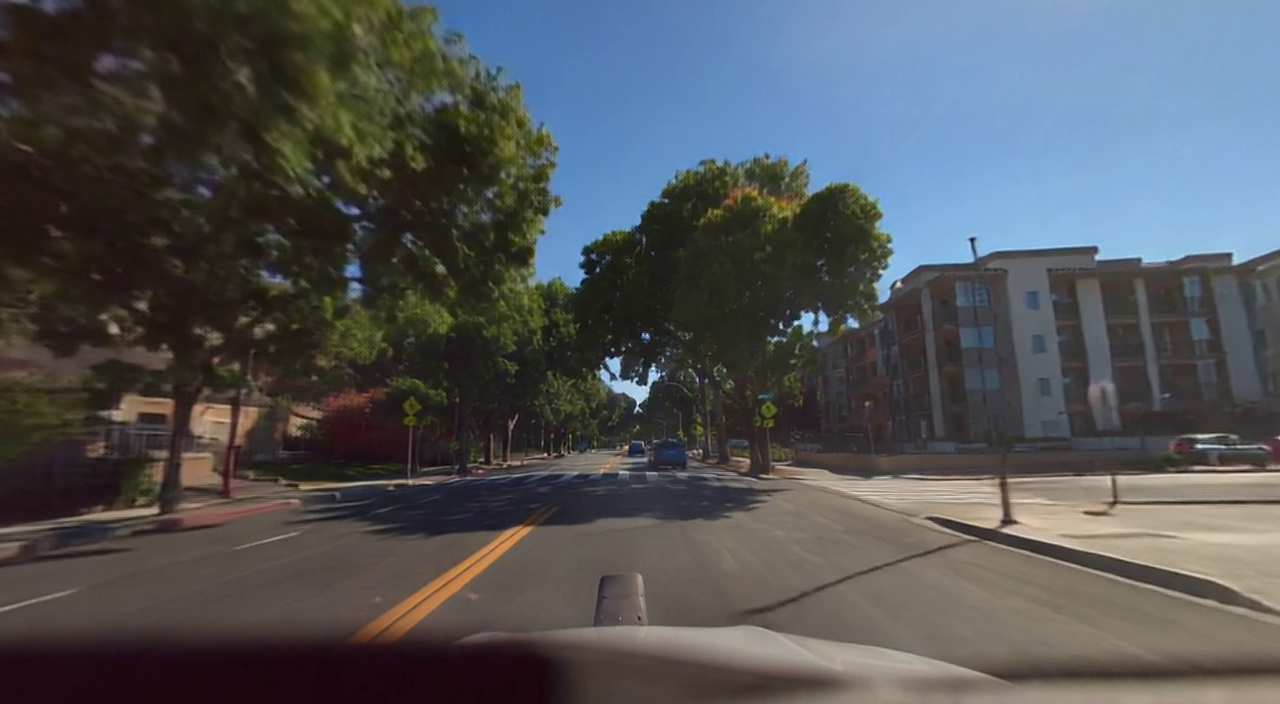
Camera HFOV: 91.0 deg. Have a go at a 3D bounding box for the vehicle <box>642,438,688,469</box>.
[{"bbox_3d":[1.396,5.889,36.733,1.981,1.703,3.691,1,-9,-8],"label":"vehicle"}]

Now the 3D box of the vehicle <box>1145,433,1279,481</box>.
[{"bbox_3d":[23.956,4.256,25.703,4.676,1.775,2.085,-2,-9,2],"label":"vehicle"}]
